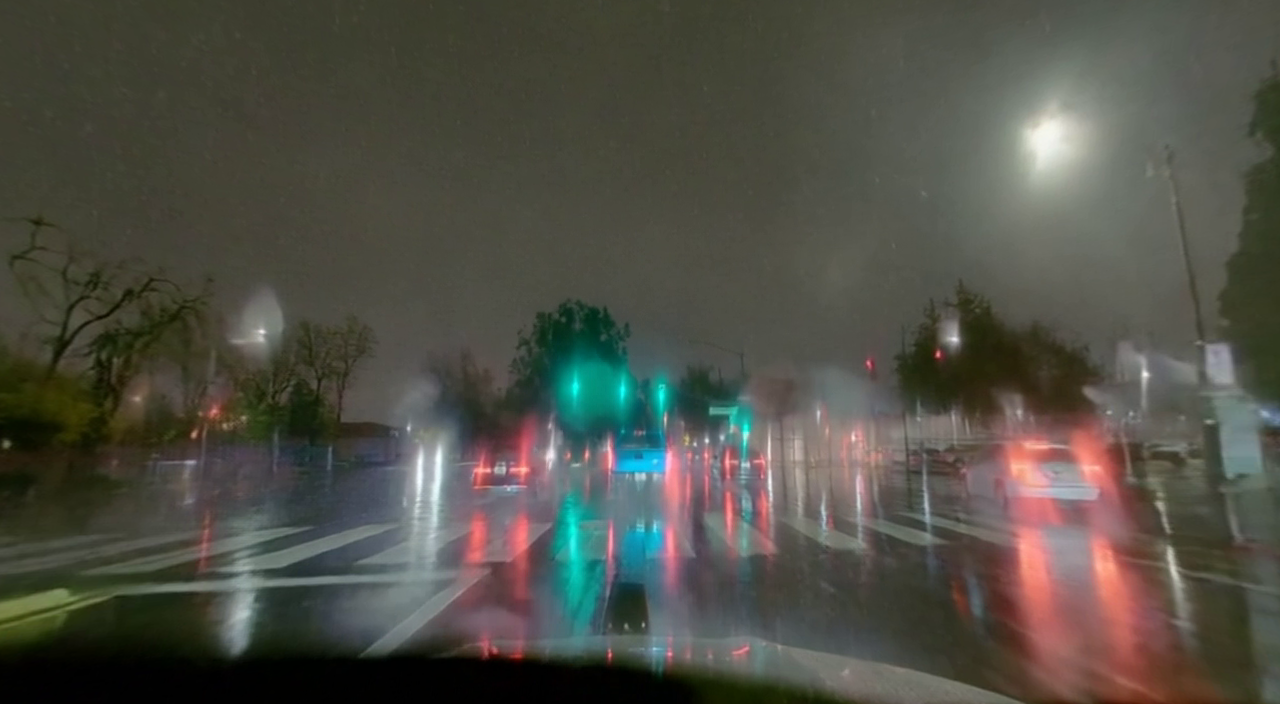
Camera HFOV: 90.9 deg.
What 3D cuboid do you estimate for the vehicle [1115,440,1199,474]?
[{"bbox_3d":[31.709,6.402,38.610,5.227,1.935,2.289,5,-10,-32],"label":"vehicle"}]

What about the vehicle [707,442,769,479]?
[{"bbox_3d":[4.245,4.774,28.053,1.968,1.472,4.456,0,-8,-1],"label":"vehicle"}]

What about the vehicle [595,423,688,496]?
[{"bbox_3d":[0.038,3.265,19.447,2.493,1.934,4.957,0,-8,0],"label":"vehicle"}]

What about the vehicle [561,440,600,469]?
[{"bbox_3d":[-3.647,6.415,39.550,2.018,1.700,4.142,0,-8,0],"label":"vehicle"}]

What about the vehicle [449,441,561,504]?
[{"bbox_3d":[-3.474,3.168,17.142,1.986,1.465,4.509,0,-8,1],"label":"vehicle"}]

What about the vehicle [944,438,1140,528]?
[{"bbox_3d":[9.386,3.027,15.301,2.126,1.820,4.521,-1,-8,6],"label":"vehicle"}]

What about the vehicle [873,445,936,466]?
[{"bbox_3d":[19.902,7.731,47.393,4.417,1.492,1.943,4,-9,-27],"label":"vehicle"}]
